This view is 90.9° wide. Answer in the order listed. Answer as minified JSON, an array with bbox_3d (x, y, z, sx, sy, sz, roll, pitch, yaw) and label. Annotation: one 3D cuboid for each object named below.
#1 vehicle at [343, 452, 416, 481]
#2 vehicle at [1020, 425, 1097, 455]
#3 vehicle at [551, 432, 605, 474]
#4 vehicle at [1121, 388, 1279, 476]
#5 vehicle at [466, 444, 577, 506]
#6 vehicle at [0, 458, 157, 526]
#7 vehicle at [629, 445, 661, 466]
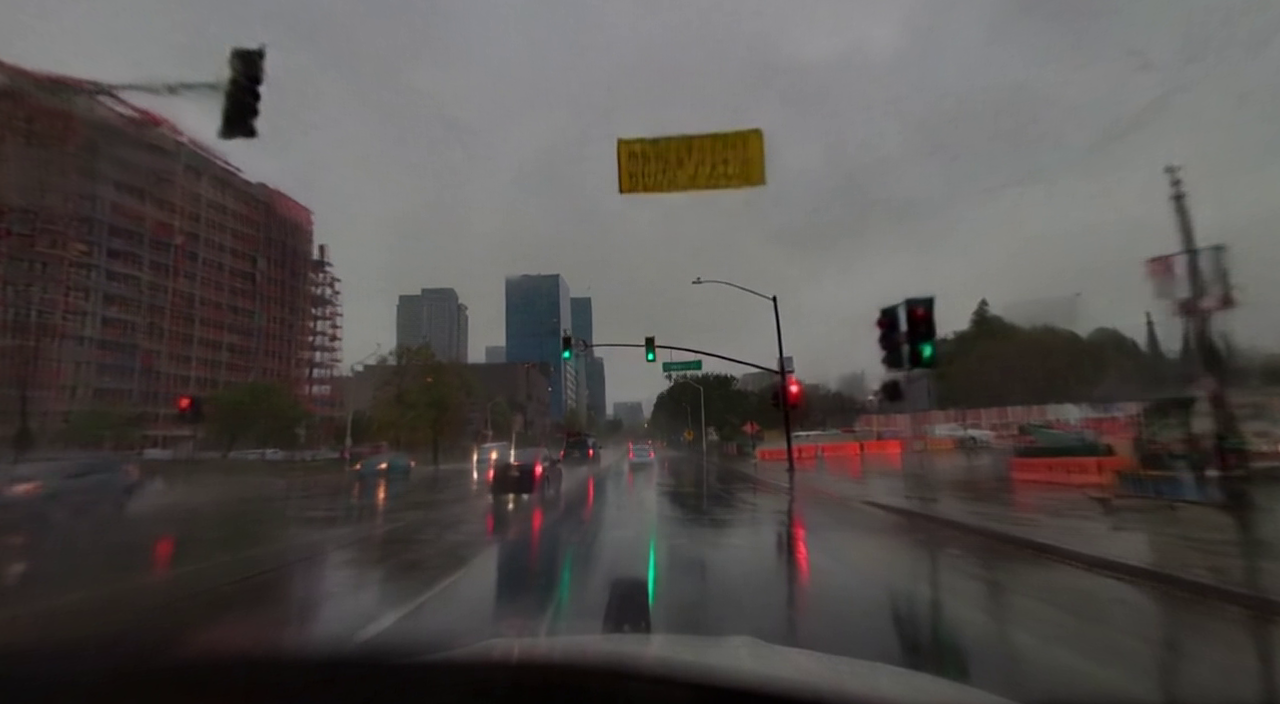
[{"bbox_3d":[-14.440,6.340,35.217,1.935,1.481,4.702,0,-9,2],"label":"vehicle"},{"bbox_3d":[28.035,5.914,42.384,4.014,1.681,1.834,0,-11,23],"label":"vehicle"},{"bbox_3d":[-3.169,5.277,33.114,2.240,2.054,4.662,0,-9,1],"label":"vehicle"},{"bbox_3d":[11.971,1.627,12.673,3.500,1.563,1.871,2,-9,-19],"label":"vehicle"},{"bbox_3d":[-2.971,3.188,16.852,1.959,1.406,4.527,0,-9,2],"label":"vehicle"},{"bbox_3d":[-15.319,3.531,16.457,1.879,1.450,4.279,0,-9,2],"label":"vehicle"},{"bbox_3d":[0.387,7.421,45.297,2.171,1.422,4.146,0,-9,1],"label":"vehicle"}]
